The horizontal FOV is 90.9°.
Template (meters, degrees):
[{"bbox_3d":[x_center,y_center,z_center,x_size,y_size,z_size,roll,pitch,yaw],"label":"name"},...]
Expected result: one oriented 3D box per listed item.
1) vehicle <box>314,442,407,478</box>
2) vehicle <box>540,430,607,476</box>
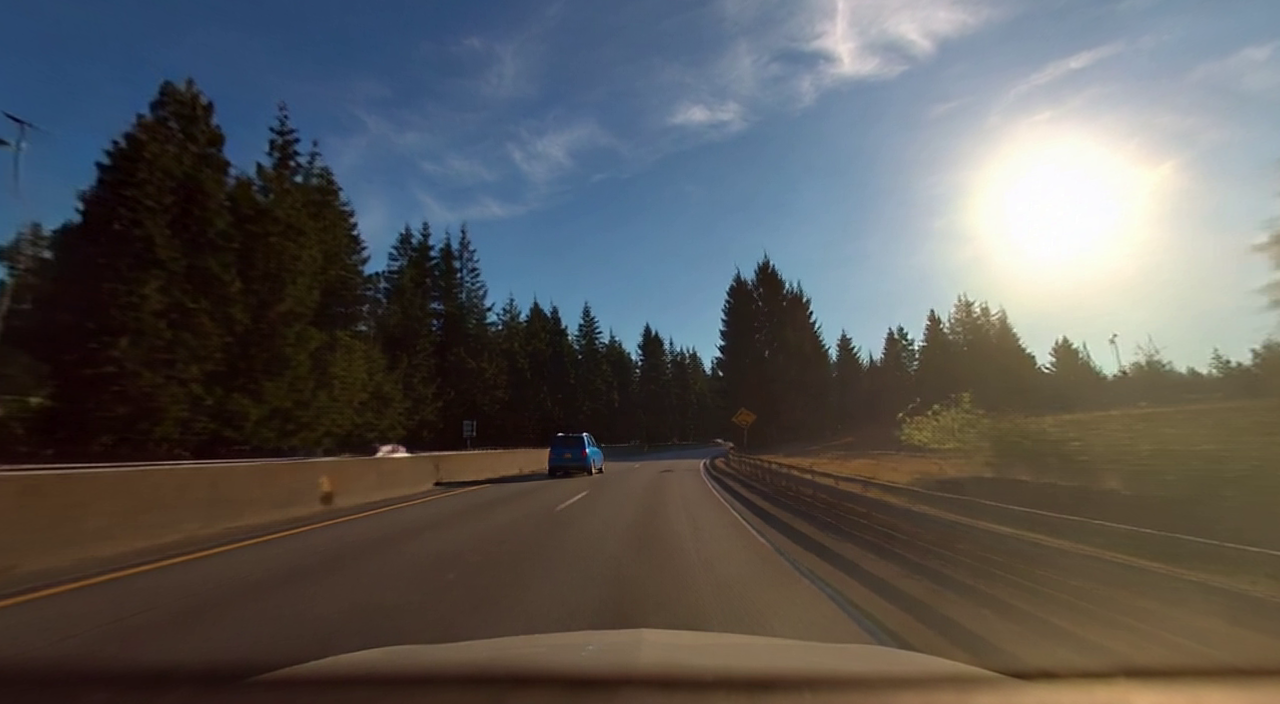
[{"bbox_3d":[-12.439,4.815,28.404,1.928,1.470,4.302,-1,-8,5],"label":"vehicle"},{"bbox_3d":[-2.694,4.273,26.802,2.005,1.752,4.479,-1,-8,5],"label":"vehicle"}]
